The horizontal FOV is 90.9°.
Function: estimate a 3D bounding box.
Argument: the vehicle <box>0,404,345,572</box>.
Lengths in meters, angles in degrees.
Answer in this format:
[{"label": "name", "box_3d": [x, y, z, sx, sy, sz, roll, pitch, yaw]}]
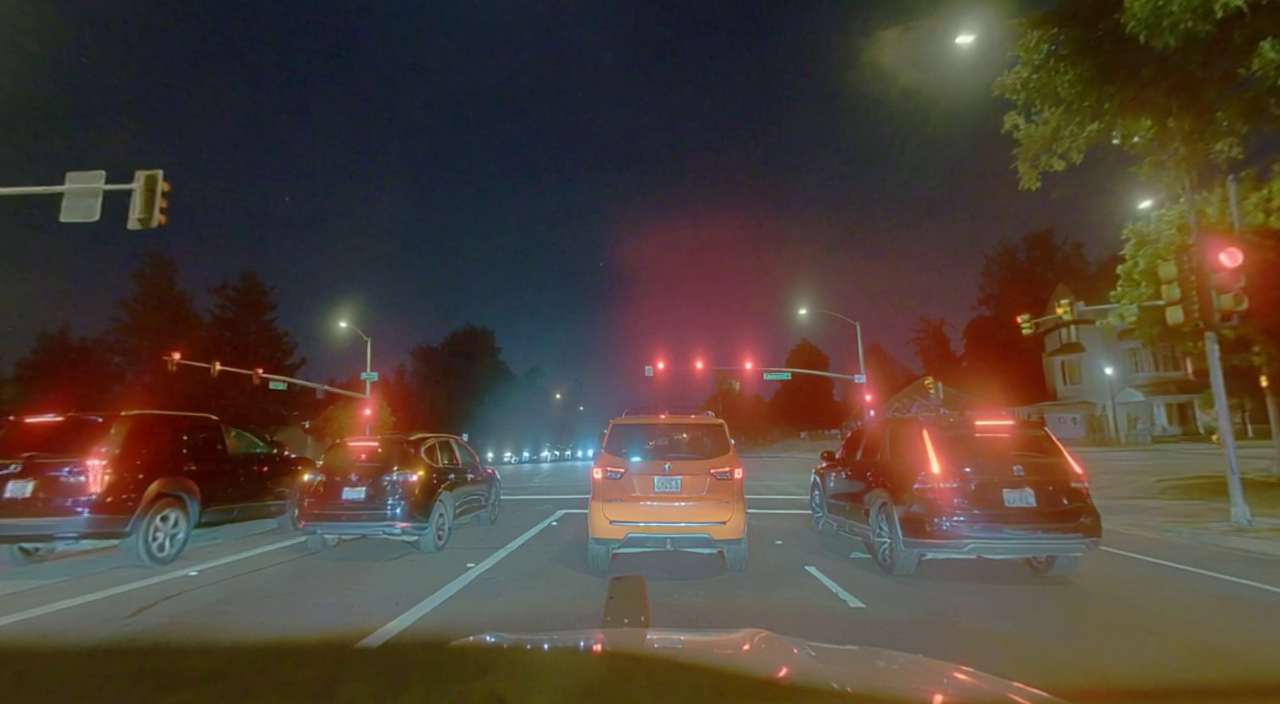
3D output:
[{"label": "vehicle", "box_3d": [-6.631, 1.824, 9.269, 2.075, 1.796, 4.785, 0, -8, 2]}]

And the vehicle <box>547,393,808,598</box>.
[{"label": "vehicle", "box_3d": [0.390, 1.517, 7.487, 2.198, 1.708, 4.170, 0, -8, 2]}]

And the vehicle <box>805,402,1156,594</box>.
[{"label": "vehicle", "box_3d": [3.524, 1.588, 7.739, 2.047, 1.638, 4.395, -1, -8, 4]}]

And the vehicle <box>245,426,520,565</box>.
[{"label": "vehicle", "box_3d": [-3.237, 1.883, 9.097, 1.885, 1.475, 4.359, -1, -8, 4]}]
